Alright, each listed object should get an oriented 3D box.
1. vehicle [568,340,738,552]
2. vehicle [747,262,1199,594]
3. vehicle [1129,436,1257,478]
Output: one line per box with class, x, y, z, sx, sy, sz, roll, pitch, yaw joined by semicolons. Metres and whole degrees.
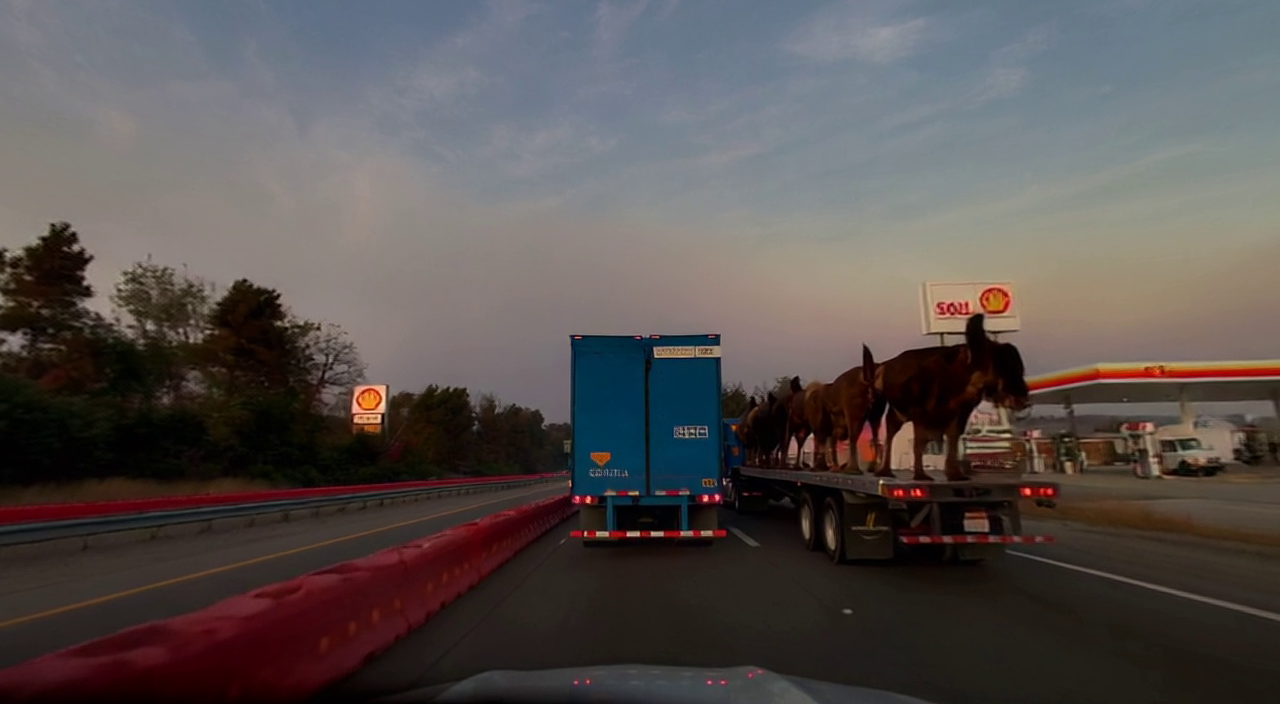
vehicle;0.194;2.224;14.263;2.618;3.306;8.676;1;-10;0
vehicle;4.393;1.618;11.658;2.936;3.640;9.443;1;-10;-1
vehicle;24.804;4.771;28.483;1.919;1.722;4.024;1;-10;-3
